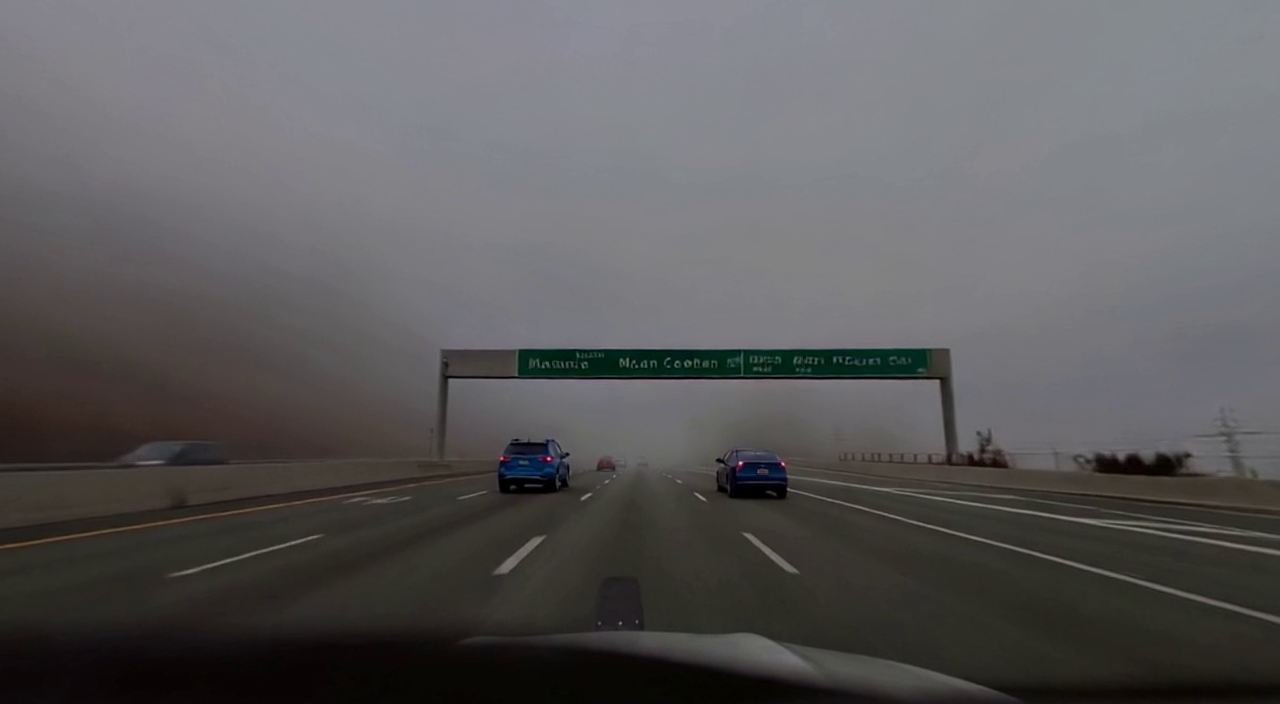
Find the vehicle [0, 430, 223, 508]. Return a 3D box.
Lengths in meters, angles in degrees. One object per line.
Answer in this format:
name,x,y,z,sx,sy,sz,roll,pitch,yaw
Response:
vehicle,-12.085,2.638,14.566,1.941,1.526,4.125,0,-9,1

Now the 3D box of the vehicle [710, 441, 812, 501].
vehicle,3.251,3.293,17.849,1.979,1.486,4.125,0,-9,-1

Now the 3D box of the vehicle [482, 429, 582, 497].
vehicle,-3.041,3.254,18.768,2.137,1.756,4.453,0,-9,1
